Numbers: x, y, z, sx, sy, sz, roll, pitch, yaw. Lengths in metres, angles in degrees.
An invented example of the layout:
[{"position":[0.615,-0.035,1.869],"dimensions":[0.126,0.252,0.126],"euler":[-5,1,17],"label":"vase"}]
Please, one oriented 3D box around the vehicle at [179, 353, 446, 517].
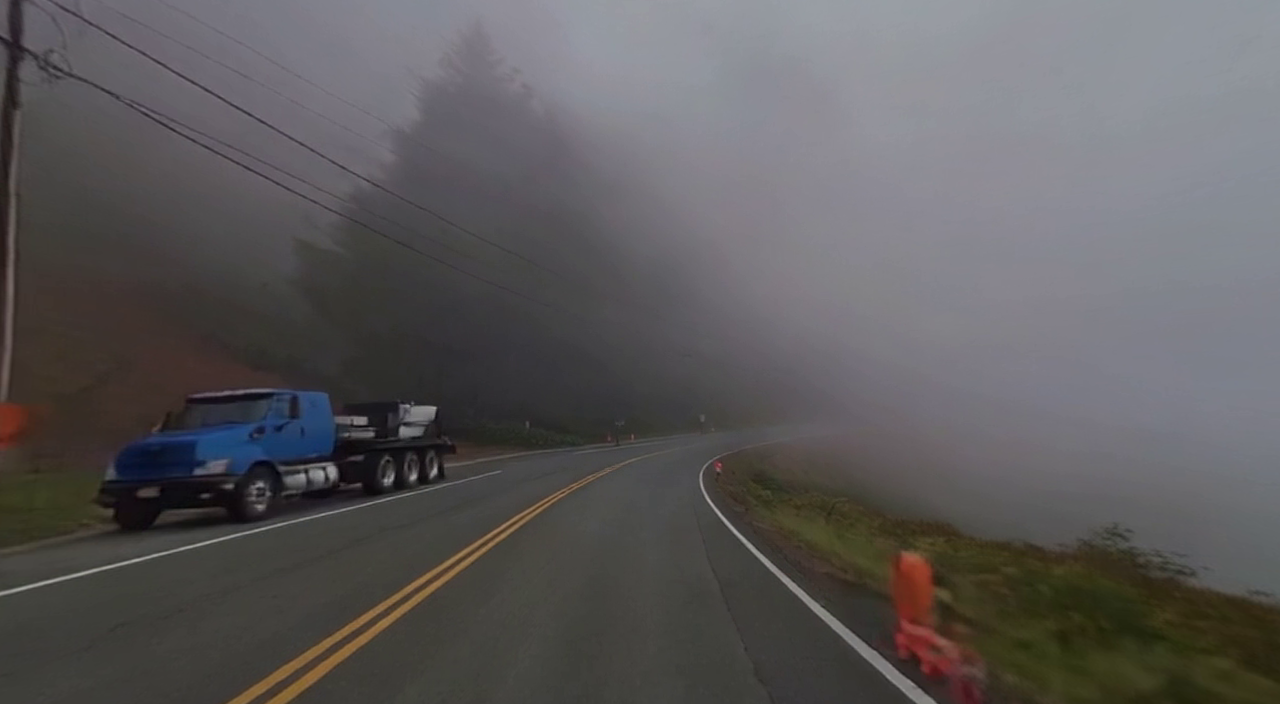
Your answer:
[{"position":[-7.885,2.149,16.596],"dimensions":[3.031,3.185,7.053],"euler":[-4,-7,2],"label":"vehicle"}]
